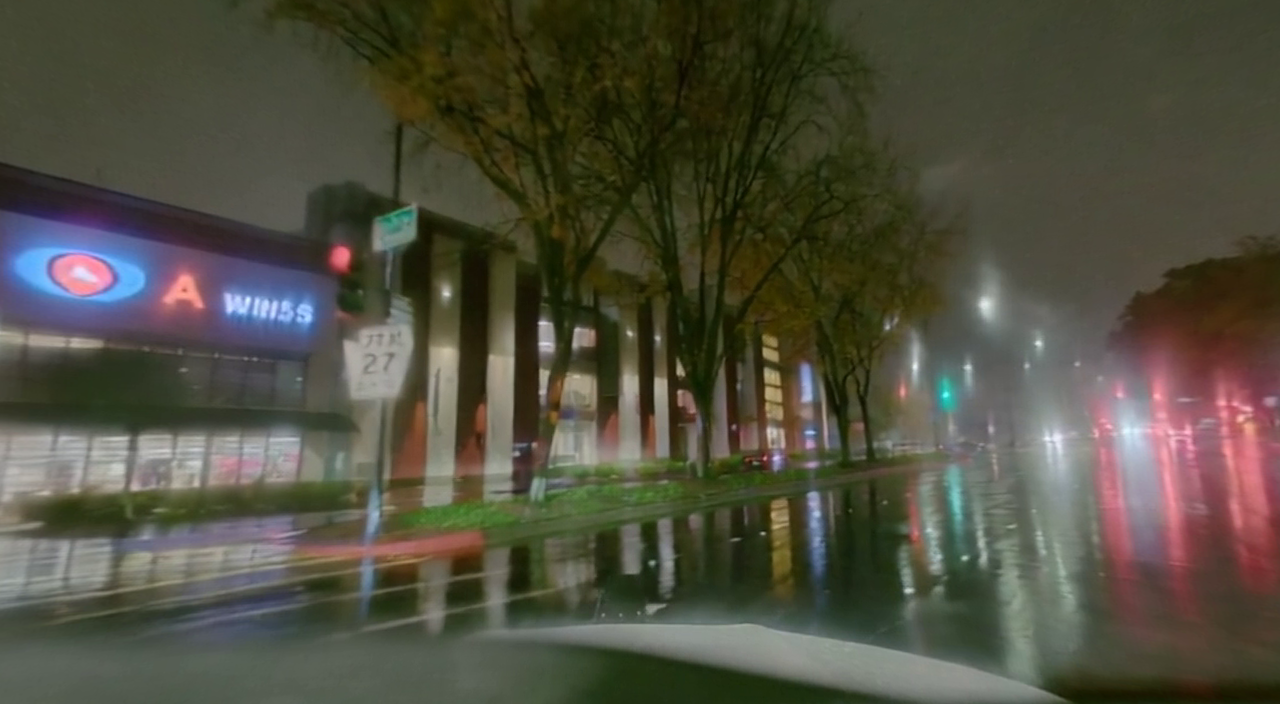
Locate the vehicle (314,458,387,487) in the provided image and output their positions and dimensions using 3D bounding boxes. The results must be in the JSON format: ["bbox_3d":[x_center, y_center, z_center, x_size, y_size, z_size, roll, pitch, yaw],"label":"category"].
[{"bbox_3d":[-15.887,6.589,34.641,3.994,1.471,1.956,-8,-13,38],"label":"vehicle"}]

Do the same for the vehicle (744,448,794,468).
[{"bbox_3d":[10.063,8.204,49.146,1.840,1.440,4.442,-8,-11,40],"label":"vehicle"}]
